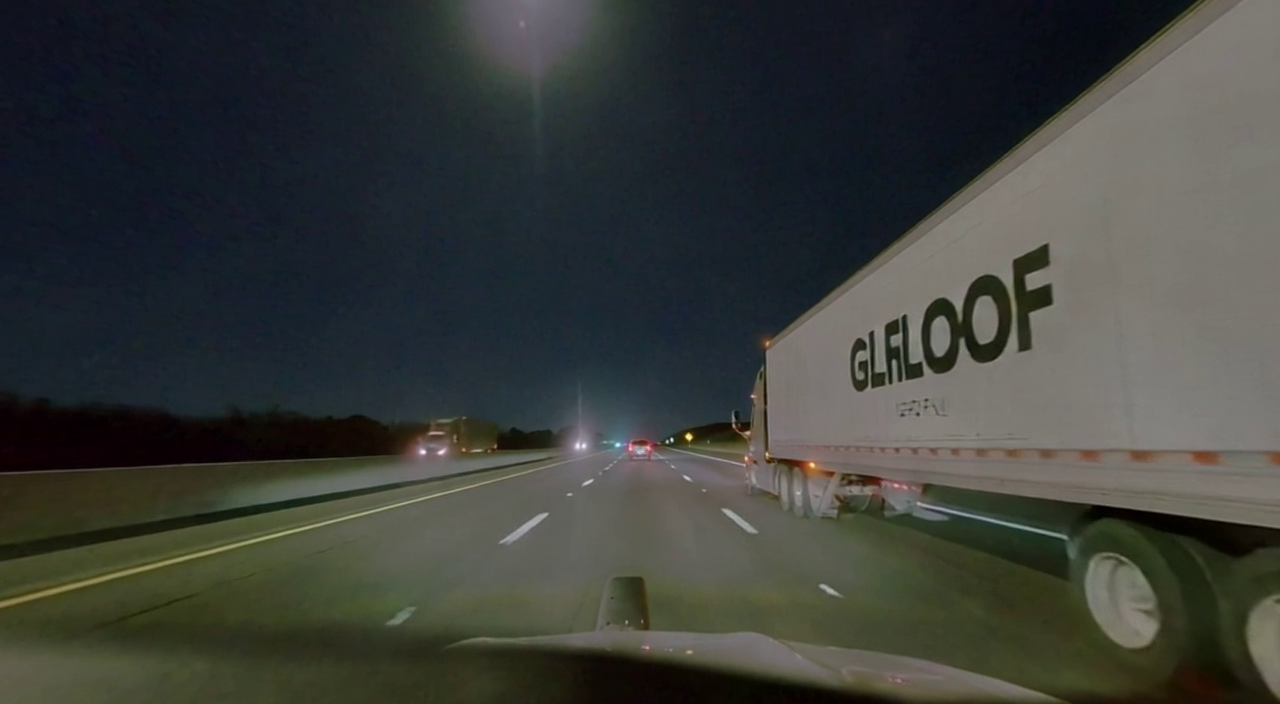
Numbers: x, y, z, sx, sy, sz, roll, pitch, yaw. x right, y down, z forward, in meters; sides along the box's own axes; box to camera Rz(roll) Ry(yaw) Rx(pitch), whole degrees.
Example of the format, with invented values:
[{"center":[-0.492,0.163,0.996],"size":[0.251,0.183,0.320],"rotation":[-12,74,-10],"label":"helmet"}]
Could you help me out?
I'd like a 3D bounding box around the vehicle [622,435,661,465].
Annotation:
[{"center":[0.095,5.723,36.742],"size":[2.111,1.635,4.177],"rotation":[0,-8,0],"label":"vehicle"}]
